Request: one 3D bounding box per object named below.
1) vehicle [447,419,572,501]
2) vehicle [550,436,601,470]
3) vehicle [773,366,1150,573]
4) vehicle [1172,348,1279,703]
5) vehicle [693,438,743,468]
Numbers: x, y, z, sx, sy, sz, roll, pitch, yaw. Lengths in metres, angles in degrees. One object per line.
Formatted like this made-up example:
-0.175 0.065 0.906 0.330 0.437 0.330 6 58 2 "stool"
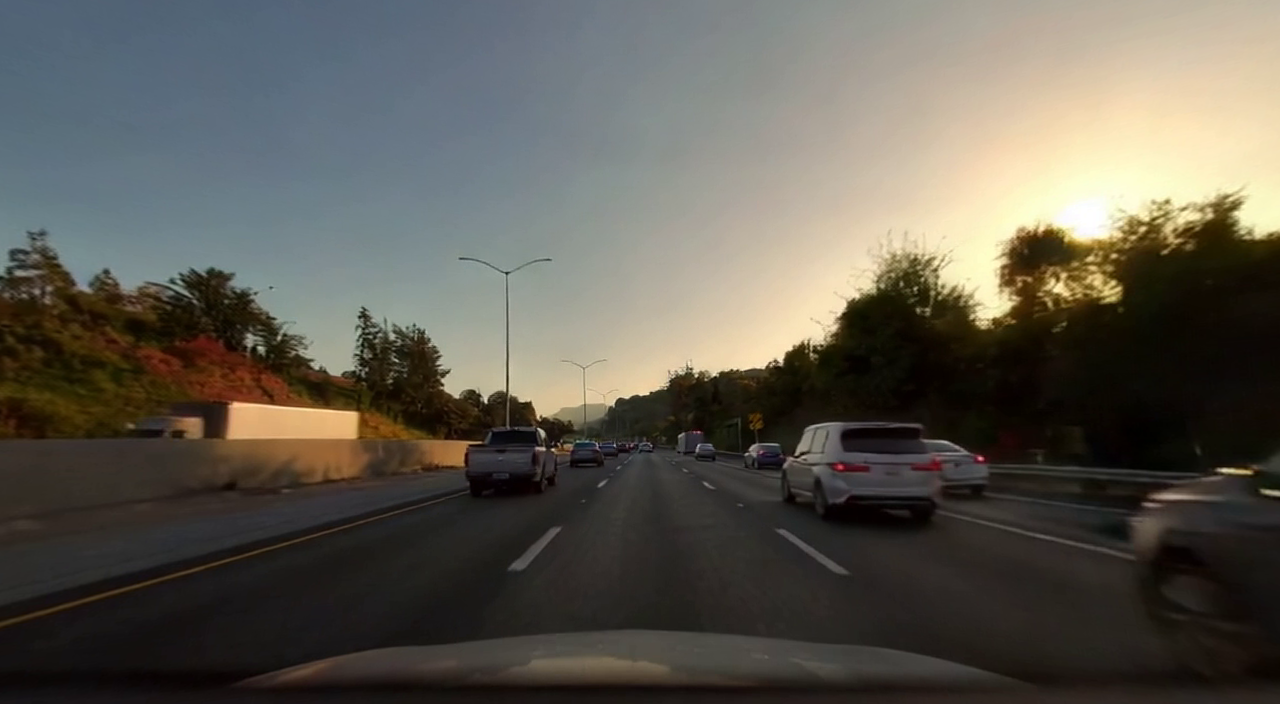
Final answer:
-3.122 2.710 16.237 2.139 1.764 4.707 -1 -8 1 "vehicle"
-3.237 5.174 32.574 1.974 1.589 5.047 -1 -8 1 "vehicle"
3.768 1.559 9.128 2.395 2.017 5.709 0 -8 0 "vehicle"
3.849 0.535 0.830 2.023 1.670 4.869 0 -8 0 "vehicle"
3.986 5.232 32.951 1.951 1.454 4.479 0 -8 -1 "vehicle"
